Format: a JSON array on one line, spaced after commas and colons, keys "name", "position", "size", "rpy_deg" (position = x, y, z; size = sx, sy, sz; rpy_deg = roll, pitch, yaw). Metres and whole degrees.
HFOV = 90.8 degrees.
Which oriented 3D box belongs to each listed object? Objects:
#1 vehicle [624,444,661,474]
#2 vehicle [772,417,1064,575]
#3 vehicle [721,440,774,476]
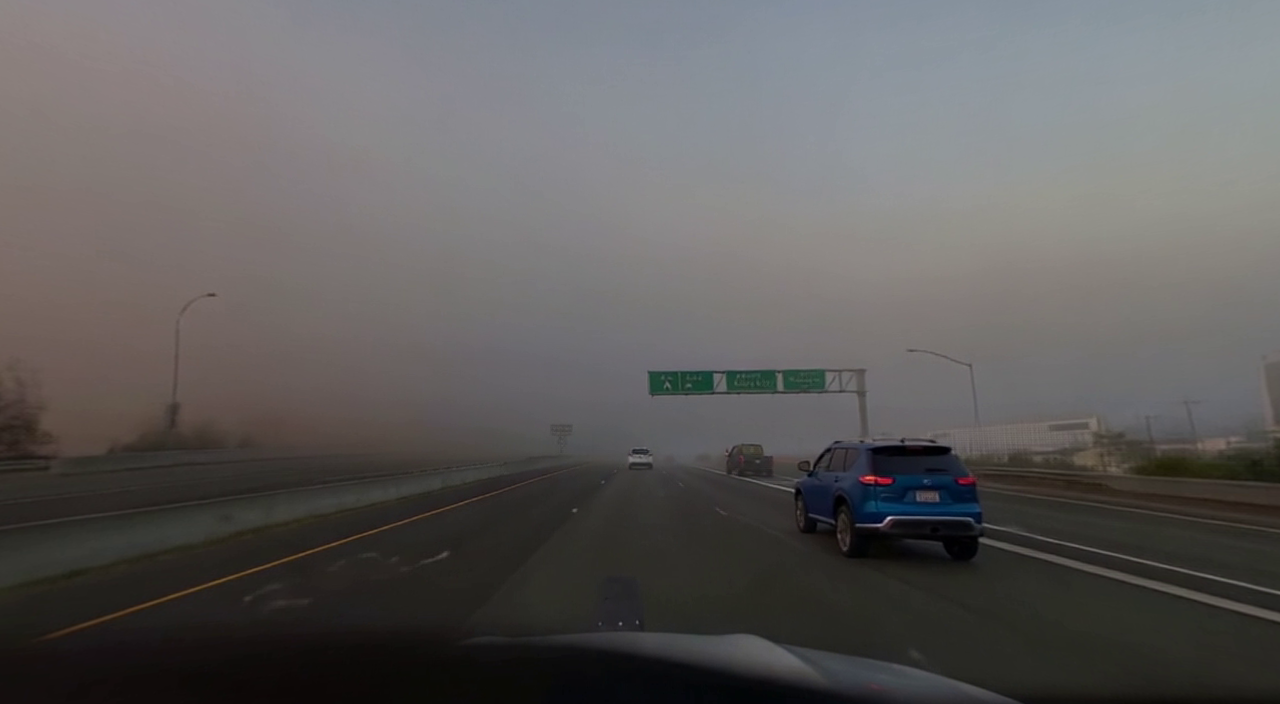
[{"name": "vehicle", "position": [0.161, 6.695, 39.869], "size": [2.181, 1.768, 4.383], "rpy_deg": [0, -9, 0]}, {"name": "vehicle", "position": [3.417, 1.858, 8.945], "size": [2.097, 1.659, 4.320], "rpy_deg": [0, -9, -1]}, {"name": "vehicle", "position": [7.319, 7.284, 43.768], "size": [2.526, 2.230, 6.190], "rpy_deg": [0, -9, 0]}]
